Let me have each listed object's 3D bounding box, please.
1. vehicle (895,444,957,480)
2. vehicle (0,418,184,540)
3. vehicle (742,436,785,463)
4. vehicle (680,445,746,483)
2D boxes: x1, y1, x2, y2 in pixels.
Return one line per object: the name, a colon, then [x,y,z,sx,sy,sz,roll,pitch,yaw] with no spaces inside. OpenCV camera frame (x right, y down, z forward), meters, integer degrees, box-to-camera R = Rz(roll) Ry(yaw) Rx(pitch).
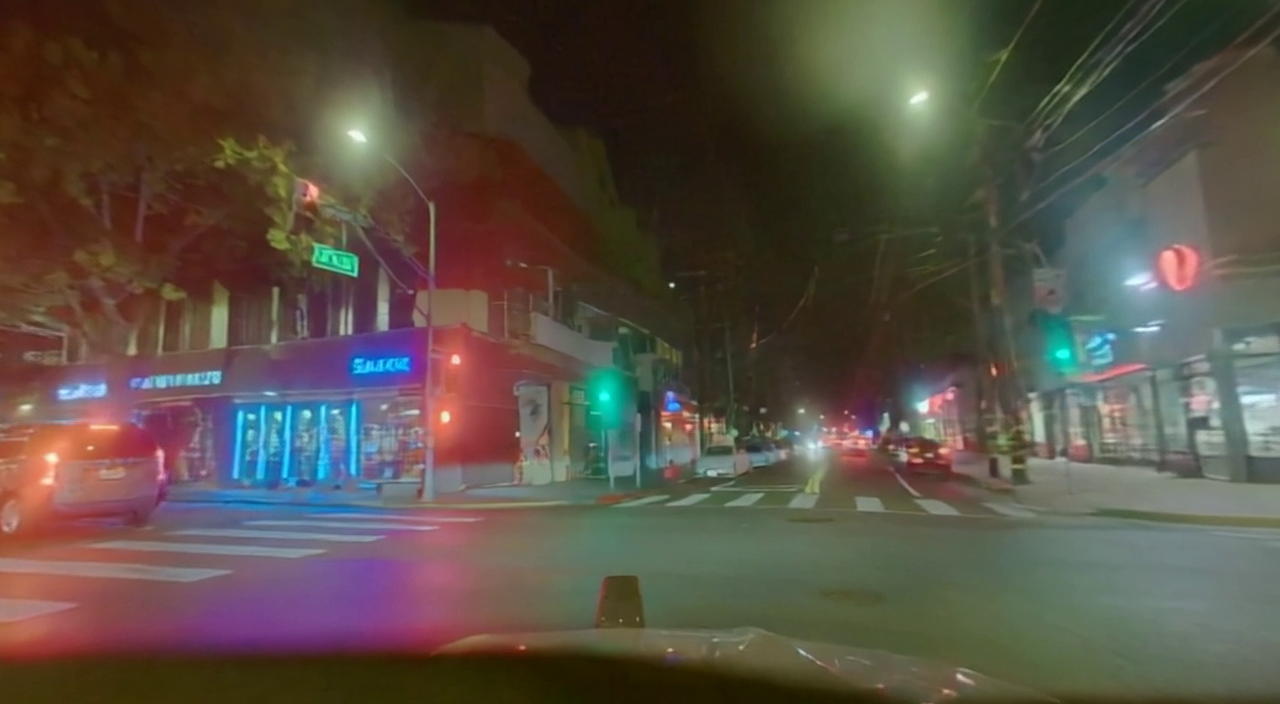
vehicle: [13.053,5.004,29.068,2.062,1.526,3.989,-3,-9,17]
vehicle: [-11.401,2.304,12.105,4.611,1.882,2.440,-5,-10,29]
vehicle: [9.580,7.547,48.619,2.510,1.859,5.449,-4,-11,18]
vehicle: [3.549,5.271,30.108,2.179,1.596,4.286,-3,-9,19]
